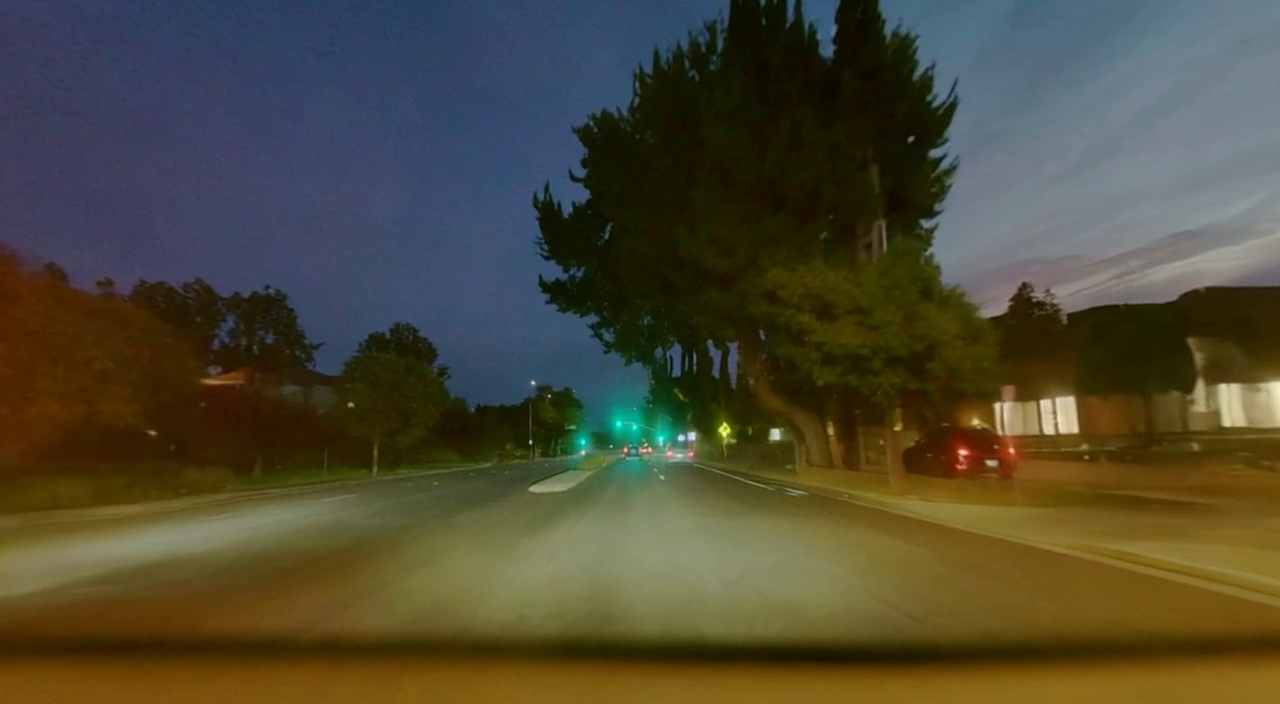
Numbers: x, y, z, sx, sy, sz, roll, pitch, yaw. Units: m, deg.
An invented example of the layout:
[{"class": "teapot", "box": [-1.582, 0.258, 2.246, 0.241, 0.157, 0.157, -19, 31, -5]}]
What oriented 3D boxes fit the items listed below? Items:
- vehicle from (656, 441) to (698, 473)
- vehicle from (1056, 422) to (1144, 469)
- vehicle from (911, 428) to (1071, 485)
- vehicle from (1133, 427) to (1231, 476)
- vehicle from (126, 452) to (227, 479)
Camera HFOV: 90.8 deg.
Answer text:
[{"class": "vehicle", "box": [2.005, 5.796, 35.098, 2.003, 1.614, 4.072, 0, -8, -1]}, {"class": "vehicle", "box": [18.379, 3.712, 25.181, 2.043, 1.691, 4.436, -8, -12, 44]}, {"class": "vehicle", "box": [10.670, 3.183, 19.471, 1.903, 1.569, 3.751, 5, -10, -33]}, {"class": "vehicle", "box": [18.312, 3.322, 21.272, 2.106, 1.460, 4.389, -8, -12, 43]}, {"class": "vehicle", "box": [-28.302, 6.929, 38.795, 4.796, 1.478, 1.947, 5, -10, -32]}]
